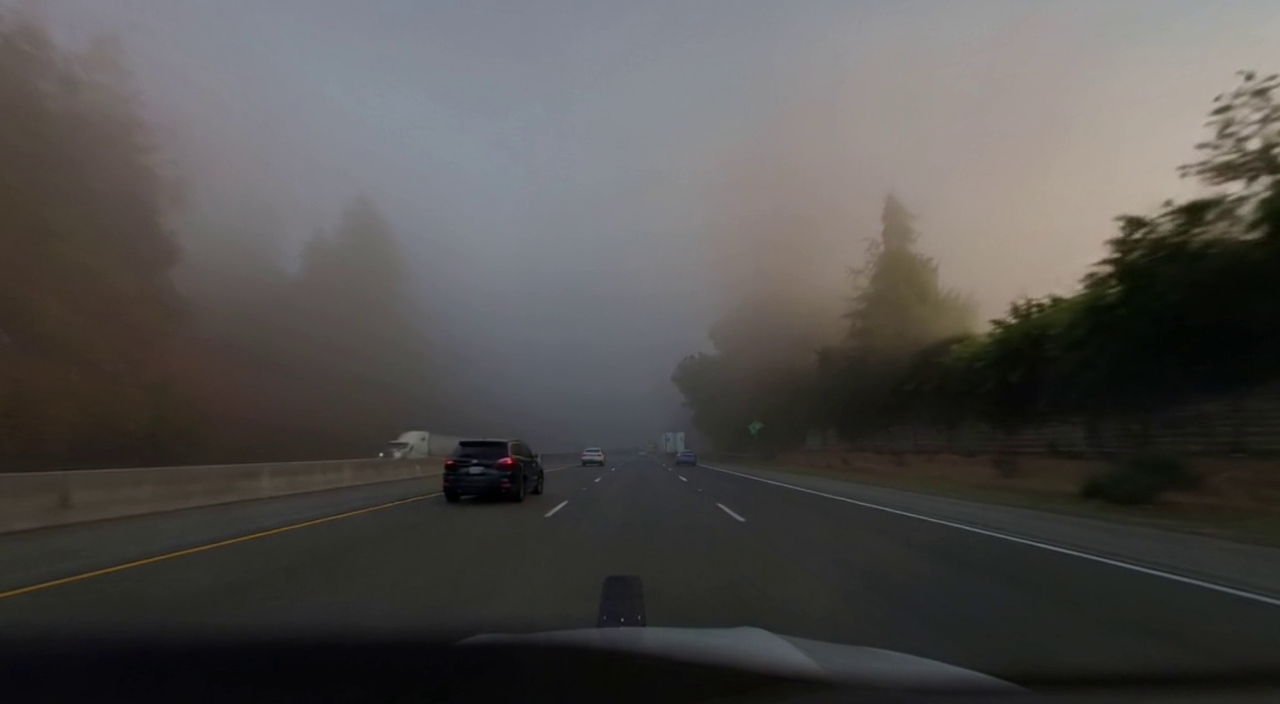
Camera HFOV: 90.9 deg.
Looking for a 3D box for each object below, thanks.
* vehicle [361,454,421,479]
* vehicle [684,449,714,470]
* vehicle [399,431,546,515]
[{"bbox_3d":[-15.713,7.229,40.018,1.984,1.494,4.391,0,-9,1],"label":"vehicle"},{"bbox_3d":[4.414,8.065,47.422,1.873,1.529,3.953,0,-9,0],"label":"vehicle"},{"bbox_3d":[-3.840,2.893,15.621,2.138,1.720,5.186,0,-9,1],"label":"vehicle"}]
